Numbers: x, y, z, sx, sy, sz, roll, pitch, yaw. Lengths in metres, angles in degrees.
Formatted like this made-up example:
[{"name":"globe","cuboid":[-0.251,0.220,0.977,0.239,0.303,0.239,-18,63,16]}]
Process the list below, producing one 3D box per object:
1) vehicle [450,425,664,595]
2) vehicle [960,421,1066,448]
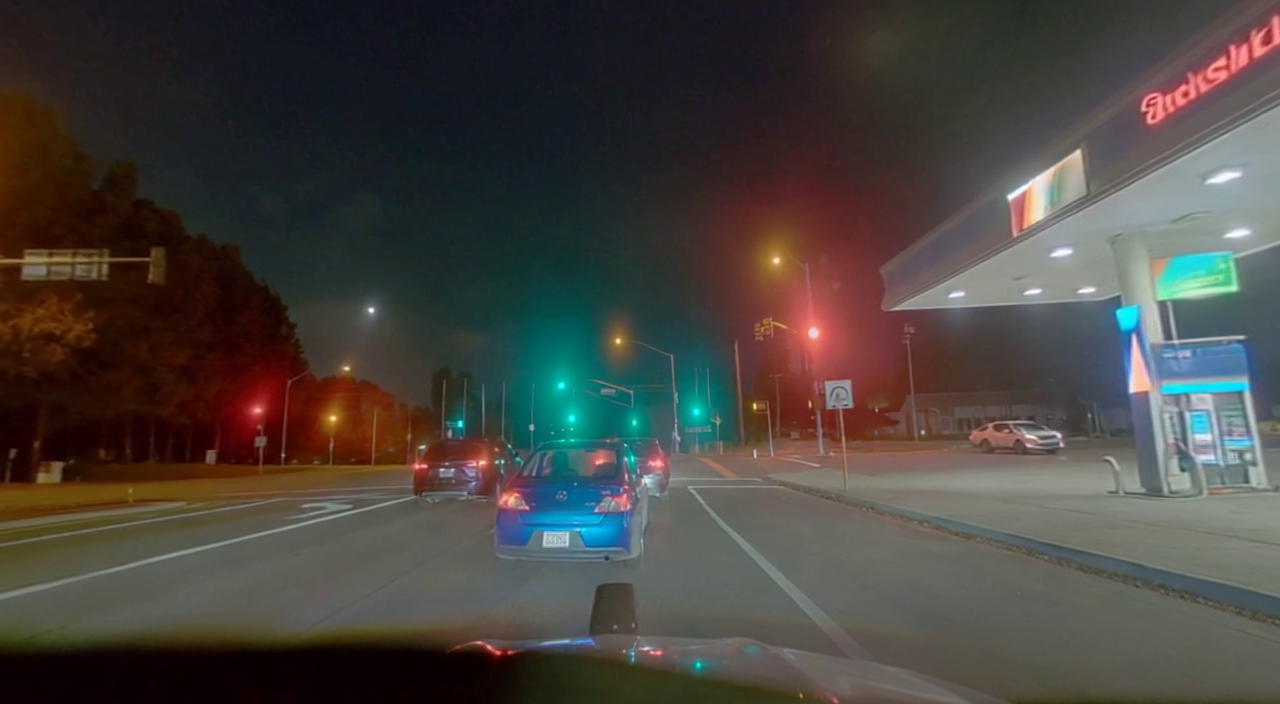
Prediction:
[{"name":"vehicle","cuboid":[-0.669,1.751,7.962,1.916,1.510,4.447,0,-8,2]},{"name":"vehicle","cuboid":[21.802,4.861,37.044,4.874,1.502,2.048,0,-8,1]}]
